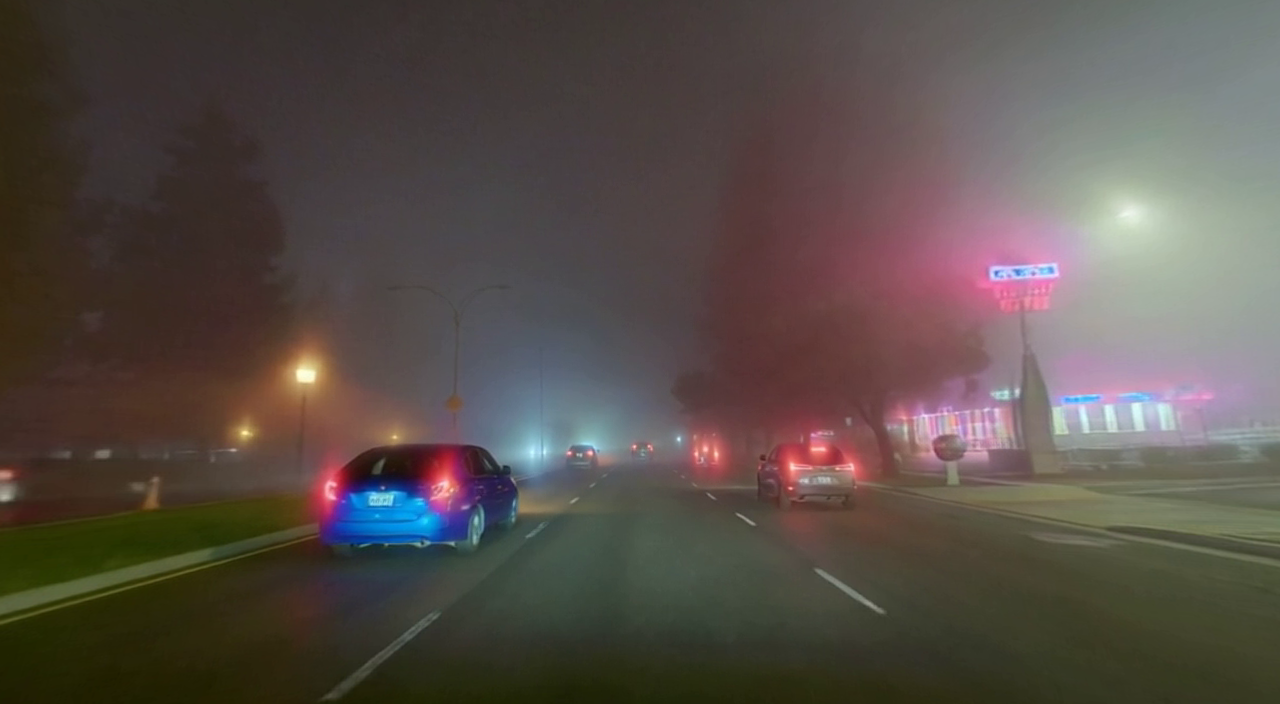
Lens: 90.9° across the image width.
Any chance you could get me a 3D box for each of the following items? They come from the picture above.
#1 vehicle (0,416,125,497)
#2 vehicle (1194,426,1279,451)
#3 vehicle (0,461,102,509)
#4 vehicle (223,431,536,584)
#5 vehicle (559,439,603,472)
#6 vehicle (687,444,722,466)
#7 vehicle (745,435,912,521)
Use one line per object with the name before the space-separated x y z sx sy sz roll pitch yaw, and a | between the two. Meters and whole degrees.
vehicle | -29.955 4.842 29.340 8.970 3.504 3.159 0 -8 0
vehicle | 37.621 5.408 39.143 4.451 1.479 1.961 -1 -8 2
vehicle | -22.271 4.749 22.771 1.822 1.483 4.236 0 -9 1
vehicle | -2.932 1.879 8.613 2.082 1.460 4.922 0 -9 1
vehicle | -3.299 5.908 36.086 1.981 1.731 4.360 0 -9 1
vehicle | 4.520 7.329 44.951 1.996 1.443 4.270 0 -9 -1
vehicle | 3.689 2.555 13.391 2.036 1.480 4.659 0 -9 -1
